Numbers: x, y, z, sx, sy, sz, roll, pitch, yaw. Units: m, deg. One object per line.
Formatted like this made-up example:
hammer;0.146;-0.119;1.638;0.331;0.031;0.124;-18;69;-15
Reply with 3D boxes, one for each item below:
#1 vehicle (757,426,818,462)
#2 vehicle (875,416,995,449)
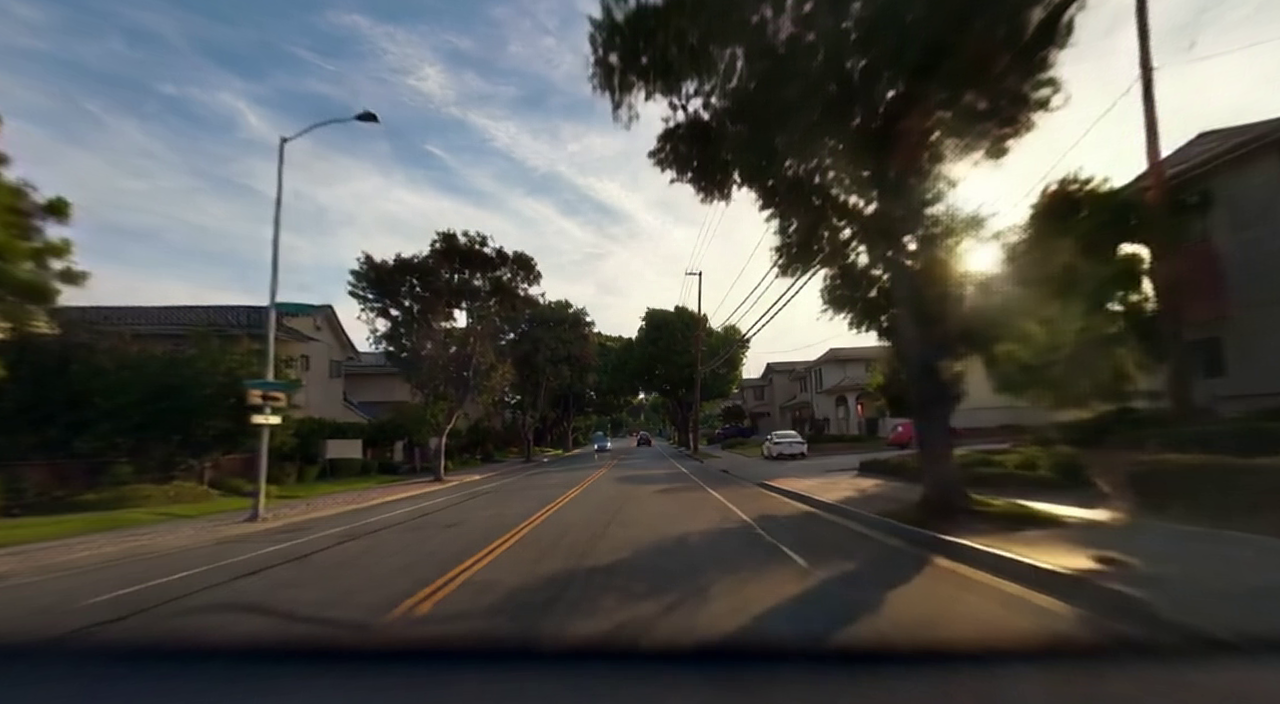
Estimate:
vehicle;7.221;4.556;31.270;2.071;1.510;4.418;-4;-9;2
vehicle;14.317;3.968;30.826;4.848;1.509;1.976;-1;-9;7
